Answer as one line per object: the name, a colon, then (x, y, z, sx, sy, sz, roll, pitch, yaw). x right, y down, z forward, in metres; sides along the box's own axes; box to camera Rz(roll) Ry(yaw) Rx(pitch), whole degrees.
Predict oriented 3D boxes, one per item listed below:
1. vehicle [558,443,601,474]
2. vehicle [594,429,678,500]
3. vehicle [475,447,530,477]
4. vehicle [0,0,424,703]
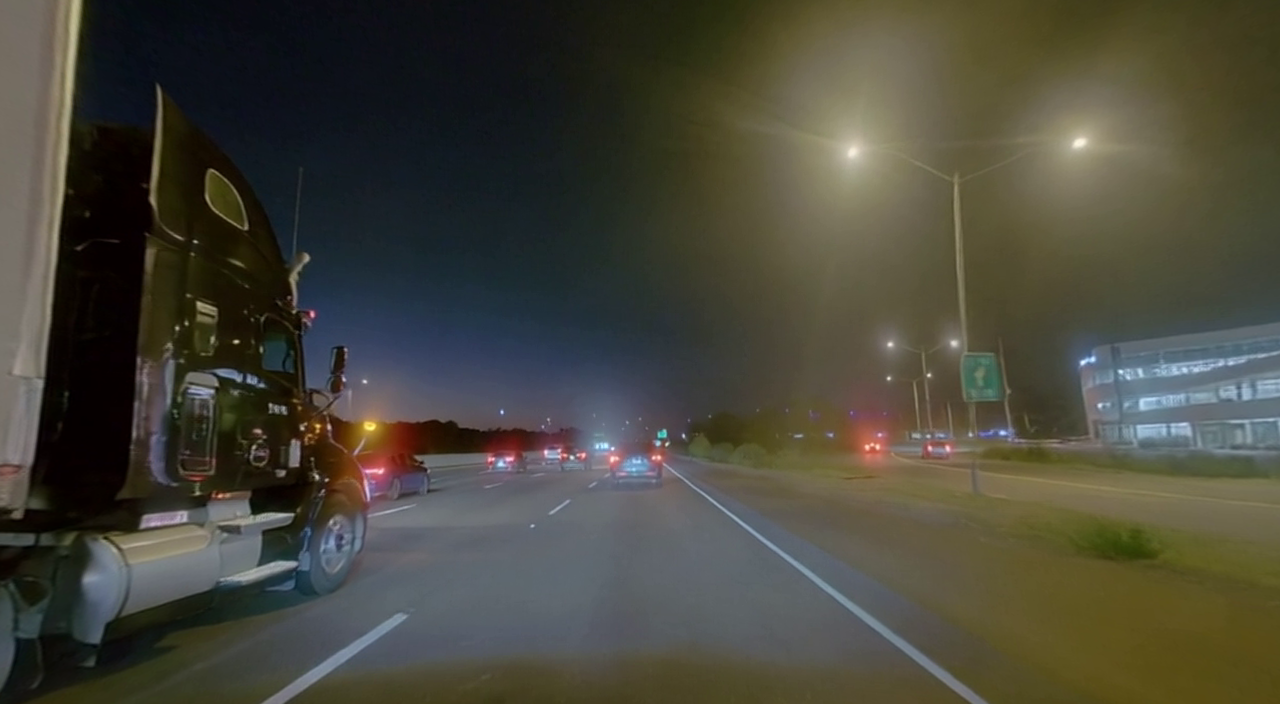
vehicle: (-3.440, 6.136, 36.588, 1.952, 1.649, 4.131, 0, -9, 1)
vehicle: (-0.071, 3.170, 18.090, 2.152, 1.779, 3.924, 0, -9, 1)
vehicle: (-7.131, 5.747, 33.180, 1.869, 1.466, 4.217, 0, -9, 1)
vehicle: (-3.869, -0.460, 2.024, 2.990, 3.885, 8.540, 0, -9, 2)
